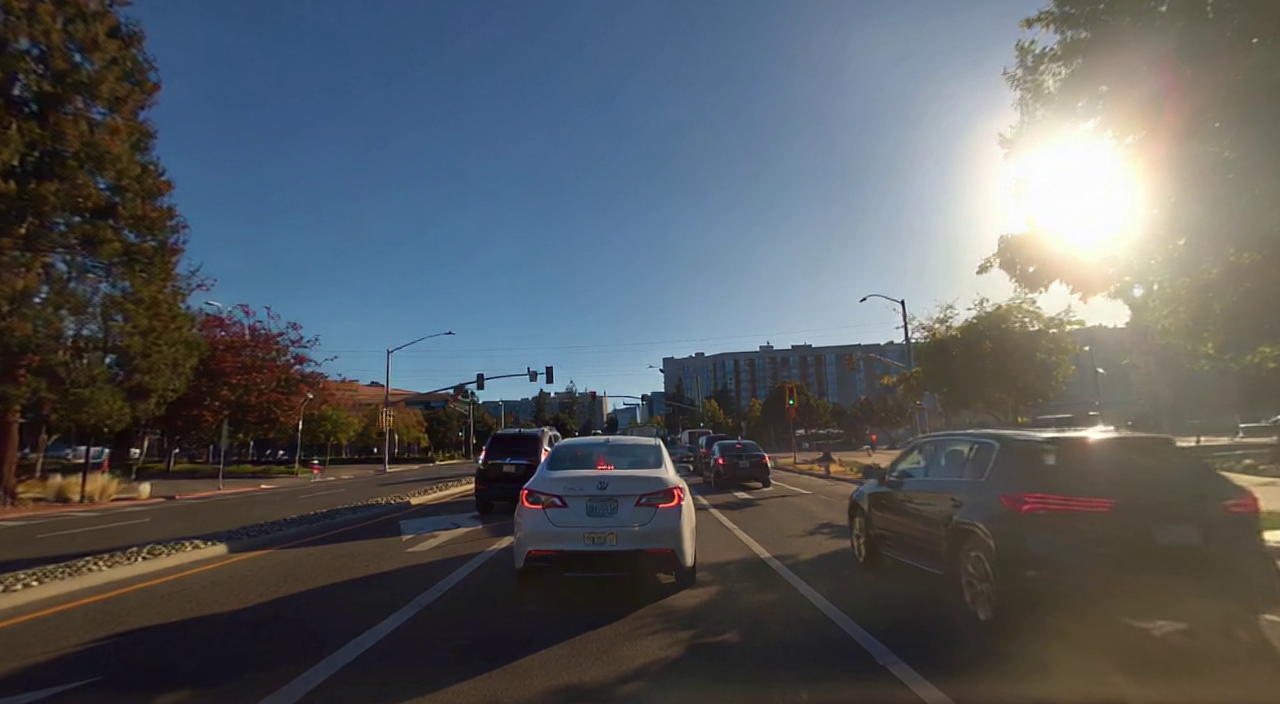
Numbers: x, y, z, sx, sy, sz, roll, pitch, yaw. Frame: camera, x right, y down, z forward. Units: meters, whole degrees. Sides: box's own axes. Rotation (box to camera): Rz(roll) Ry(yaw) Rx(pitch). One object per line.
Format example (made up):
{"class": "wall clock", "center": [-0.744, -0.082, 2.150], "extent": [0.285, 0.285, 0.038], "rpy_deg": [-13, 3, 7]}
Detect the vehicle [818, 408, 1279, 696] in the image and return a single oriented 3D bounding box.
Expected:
{"class": "vehicle", "center": [3.169, 1.354, 5.484], "extent": [1.910, 1.474, 4.263], "rpy_deg": [0, -9, -1]}

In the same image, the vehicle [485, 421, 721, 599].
{"class": "vehicle", "center": [-0.348, 1.613, 7.222], "extent": [2.006, 1.487, 3.535], "rpy_deg": [0, -9, -1]}

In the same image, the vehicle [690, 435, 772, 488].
{"class": "vehicle", "center": [2.873, 3.553, 20.834], "extent": [1.874, 1.556, 4.116], "rpy_deg": [0, -9, -3]}
